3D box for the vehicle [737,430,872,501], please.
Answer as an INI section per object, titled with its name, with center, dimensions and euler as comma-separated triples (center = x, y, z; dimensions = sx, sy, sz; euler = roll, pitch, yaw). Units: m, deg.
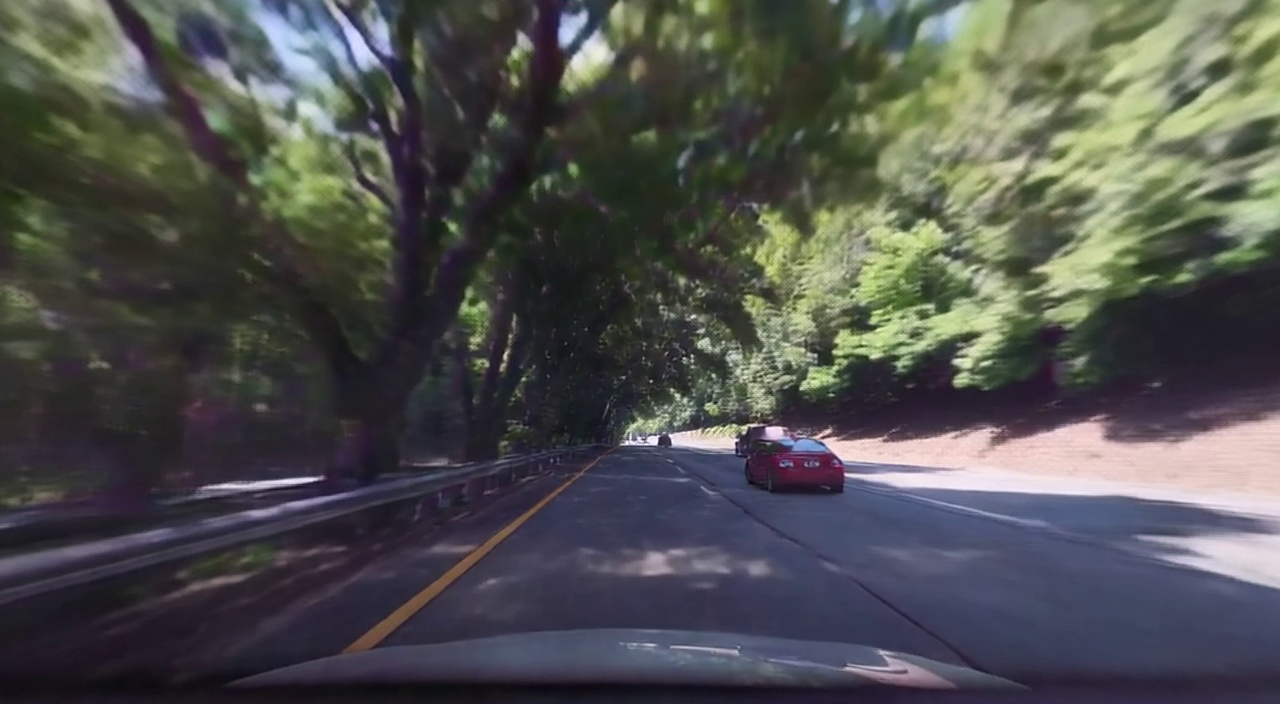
[vehicle]
center = 3.842, 2.712, 15.647
dimensions = 2.017, 1.502, 4.369
euler = 0, -8, -2
